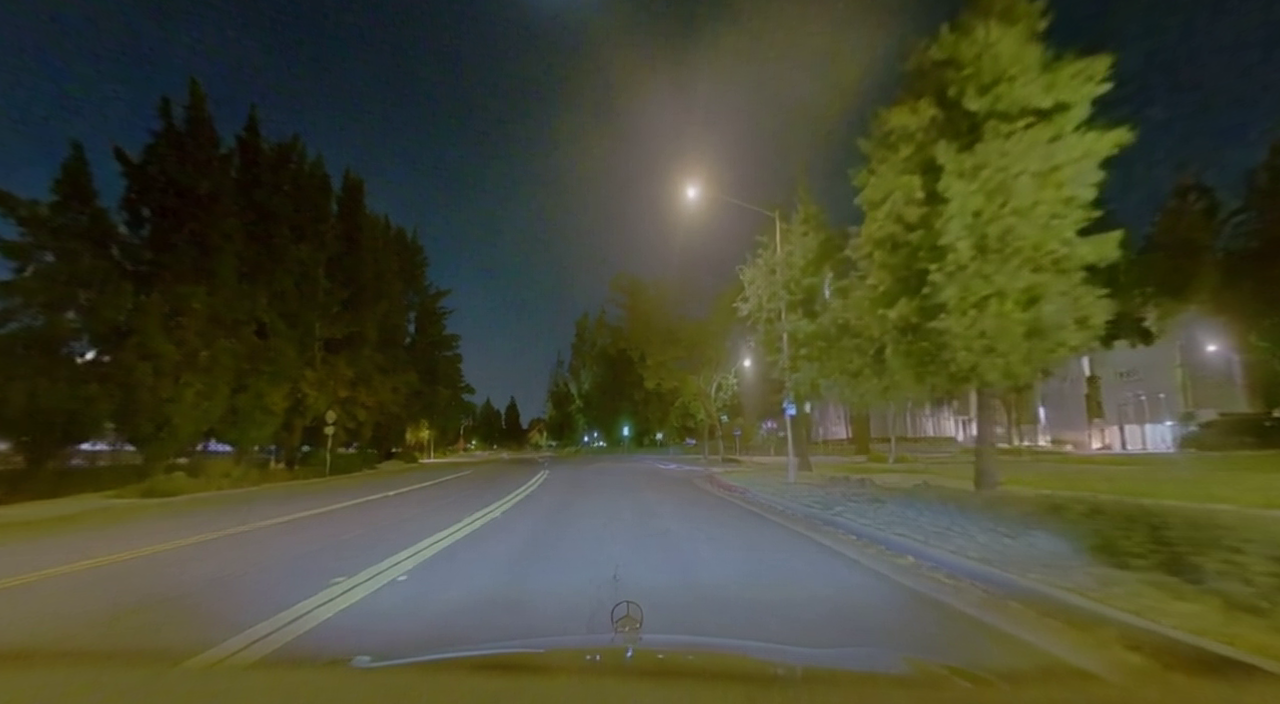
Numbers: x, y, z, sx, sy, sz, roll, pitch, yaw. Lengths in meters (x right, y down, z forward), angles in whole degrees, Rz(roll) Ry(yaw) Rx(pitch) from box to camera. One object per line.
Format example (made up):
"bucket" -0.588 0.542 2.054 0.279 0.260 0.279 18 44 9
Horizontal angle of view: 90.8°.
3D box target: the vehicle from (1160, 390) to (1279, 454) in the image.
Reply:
"vehicle" 45.127 4.876 43.750 16.640 4.121 3.102 1 -8 -7
